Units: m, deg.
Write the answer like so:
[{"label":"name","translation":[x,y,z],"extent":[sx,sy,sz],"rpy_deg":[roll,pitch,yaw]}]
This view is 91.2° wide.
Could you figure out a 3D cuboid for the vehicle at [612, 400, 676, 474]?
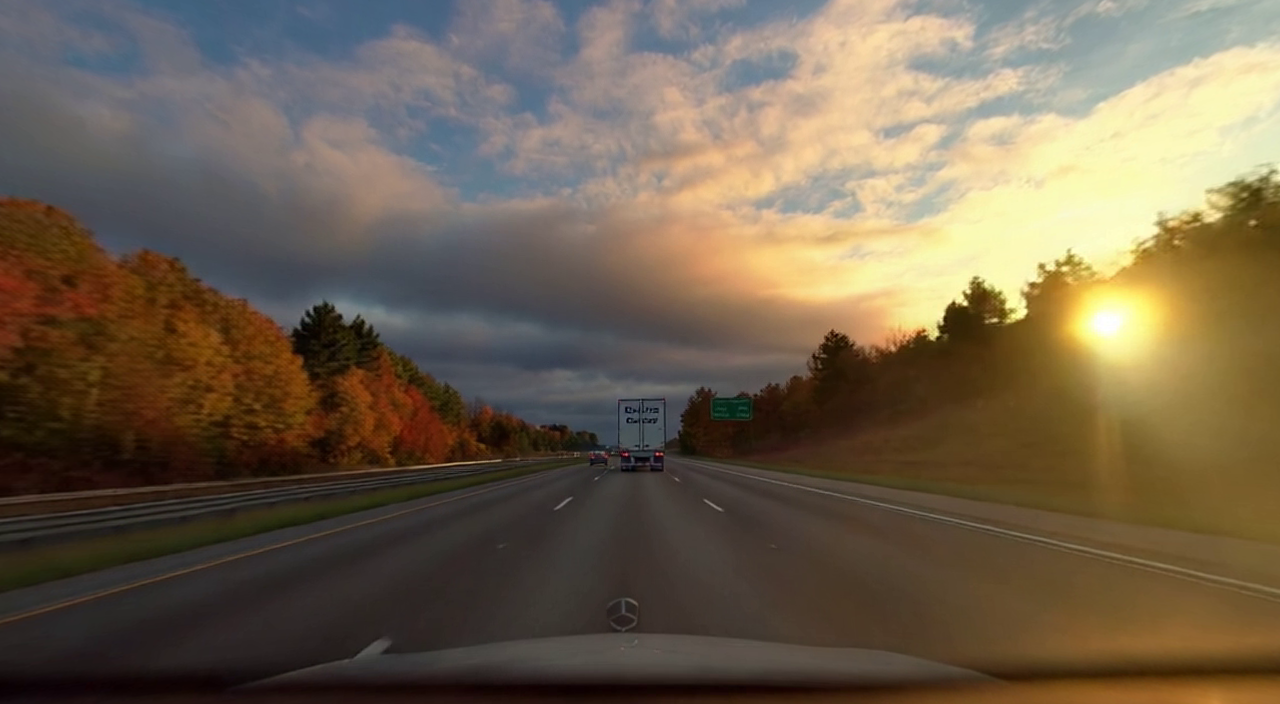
[{"label":"vehicle","translation":[0.206,6.019,43.355],"extent":[3.537,4.071,17.399],"rpy_deg":[0,-9,0]}]
